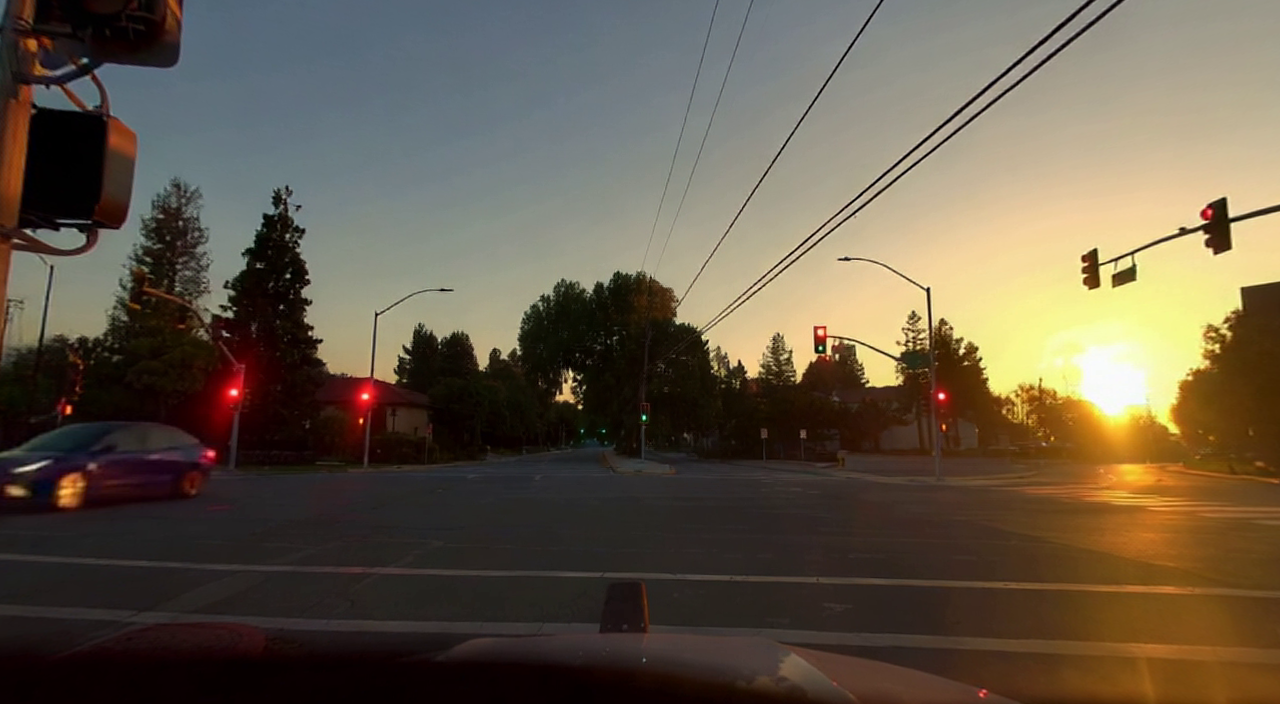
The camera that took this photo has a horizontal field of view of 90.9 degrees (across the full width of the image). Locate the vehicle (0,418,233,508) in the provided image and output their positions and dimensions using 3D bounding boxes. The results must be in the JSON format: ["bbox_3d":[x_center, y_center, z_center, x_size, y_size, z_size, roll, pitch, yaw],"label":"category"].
[{"bbox_3d":[-12.739,2.634,15.392,2.238,1.827,5.007,0,-8,0],"label":"vehicle"}]
